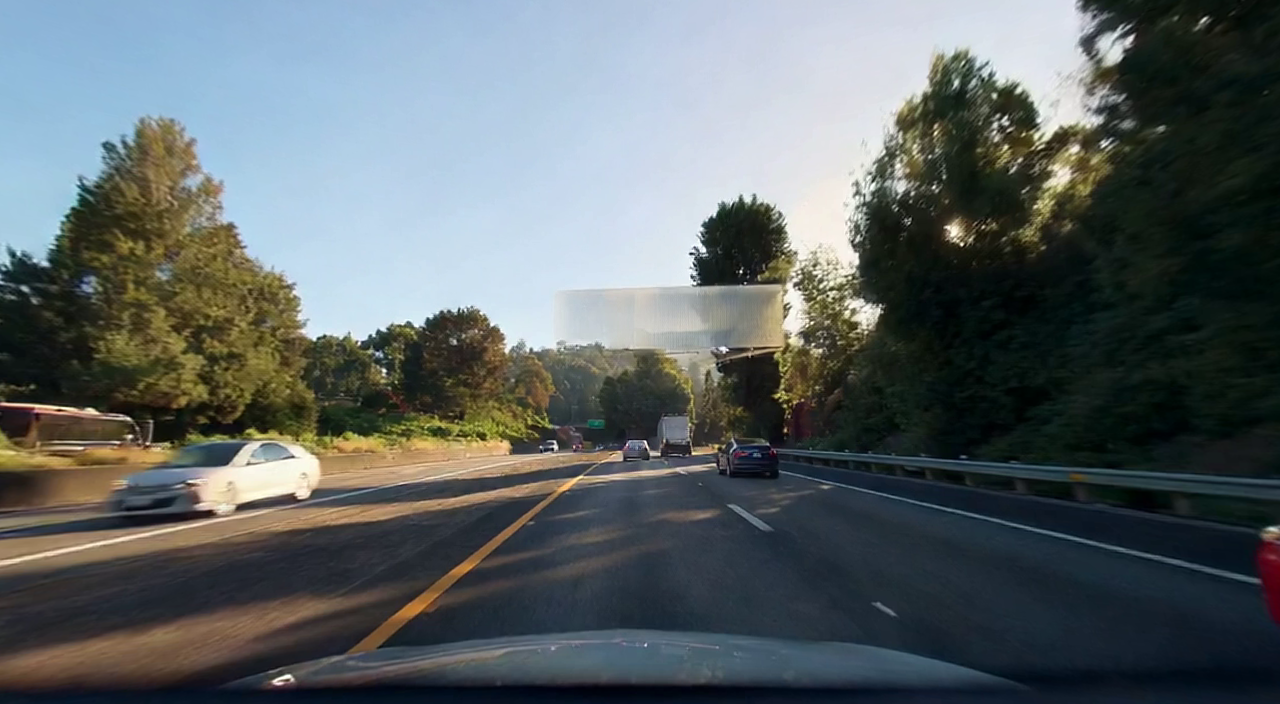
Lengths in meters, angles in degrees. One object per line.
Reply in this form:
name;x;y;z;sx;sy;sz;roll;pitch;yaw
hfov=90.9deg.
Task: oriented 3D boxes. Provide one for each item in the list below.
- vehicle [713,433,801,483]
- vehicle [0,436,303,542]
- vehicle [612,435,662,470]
vehicle;3.775;3.483;21.222;2.004;1.469;4.472;0;-8;-2
vehicle;-9.165;2.500;12.519;2.103;1.616;5.187;0;-8;0
vehicle;-0.141;4.583;29.099;2.143;1.466;3.693;0;-8;0
